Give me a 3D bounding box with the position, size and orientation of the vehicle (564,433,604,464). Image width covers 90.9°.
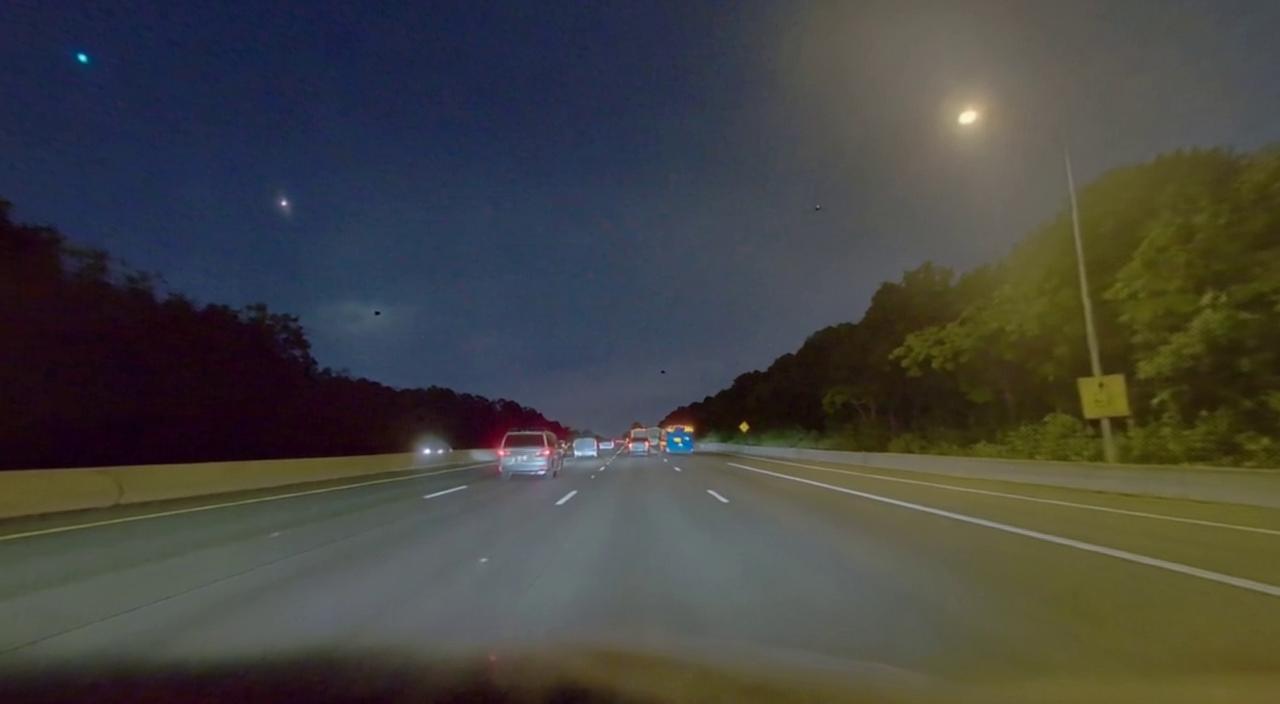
[{"bbox_3d":[-3.495,6.133,40.243,2.155,1.843,4.567,0,-8,0],"label":"vehicle"}]

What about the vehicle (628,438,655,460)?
[{"bbox_3d":[0.127,7.632,49.539,2.042,1.632,3.654,0,-8,-1],"label":"vehicle"}]

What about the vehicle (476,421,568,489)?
[{"bbox_3d":[-3.639,3.283,20.343,2.016,1.898,4.458,0,-8,1],"label":"vehicle"}]
